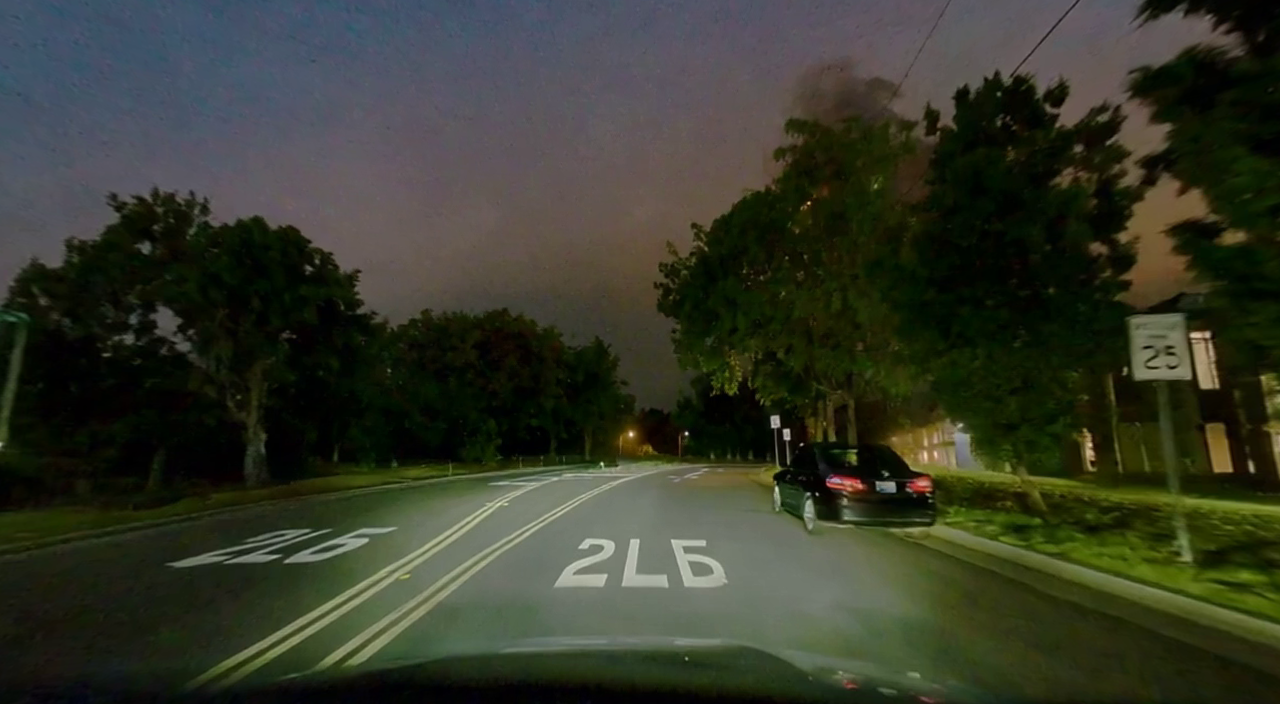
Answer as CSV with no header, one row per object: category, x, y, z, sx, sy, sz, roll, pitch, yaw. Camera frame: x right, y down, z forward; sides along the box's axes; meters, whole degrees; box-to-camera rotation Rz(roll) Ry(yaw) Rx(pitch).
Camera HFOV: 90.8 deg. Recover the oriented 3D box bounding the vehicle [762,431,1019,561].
vehicle,3.360,2.010,9.681,1.965,1.486,4.582,0,-8,-1
